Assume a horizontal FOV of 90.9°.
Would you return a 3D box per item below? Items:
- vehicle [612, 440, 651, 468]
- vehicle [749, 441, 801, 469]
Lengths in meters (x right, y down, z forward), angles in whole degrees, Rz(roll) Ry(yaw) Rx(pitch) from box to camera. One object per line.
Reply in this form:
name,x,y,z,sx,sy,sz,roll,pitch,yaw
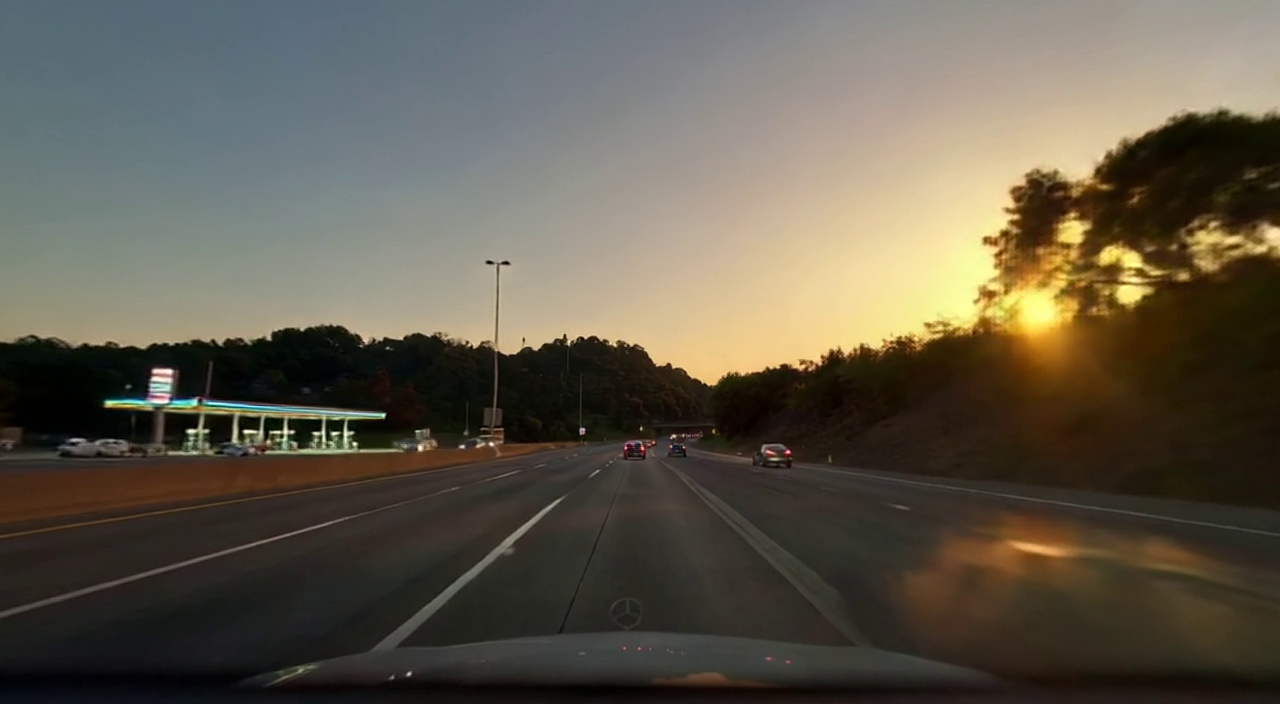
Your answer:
vehicle,-0.483,5.684,35.323,1.999,1.473,4.351,0,-8,-1
vehicle,7.514,5.740,35.455,1.867,1.463,4.295,0,-8,-1
